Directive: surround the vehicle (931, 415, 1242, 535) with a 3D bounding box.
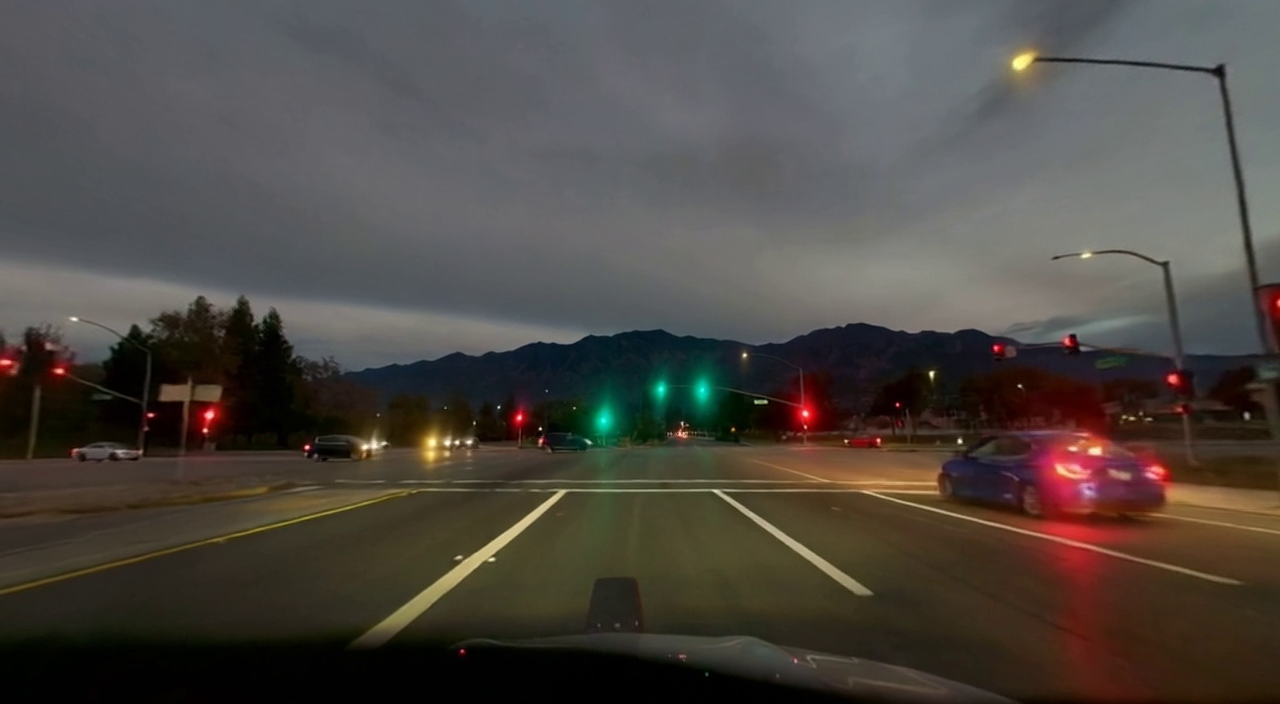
[{"bbox_3d":[7.010,1.977,10.754,1.899,1.570,4.666,0,-8,0],"label":"vehicle"}]

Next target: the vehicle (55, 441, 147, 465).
[{"bbox_3d":[-35.803,6.722,42.050,4.218,1.542,2.044,0,-8,-1],"label":"vehicle"}]

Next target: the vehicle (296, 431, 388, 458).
[{"bbox_3d":[-20.541,6.405,43.778,5.228,1.805,2.246,2,-9,-11],"label":"vehicle"}]
